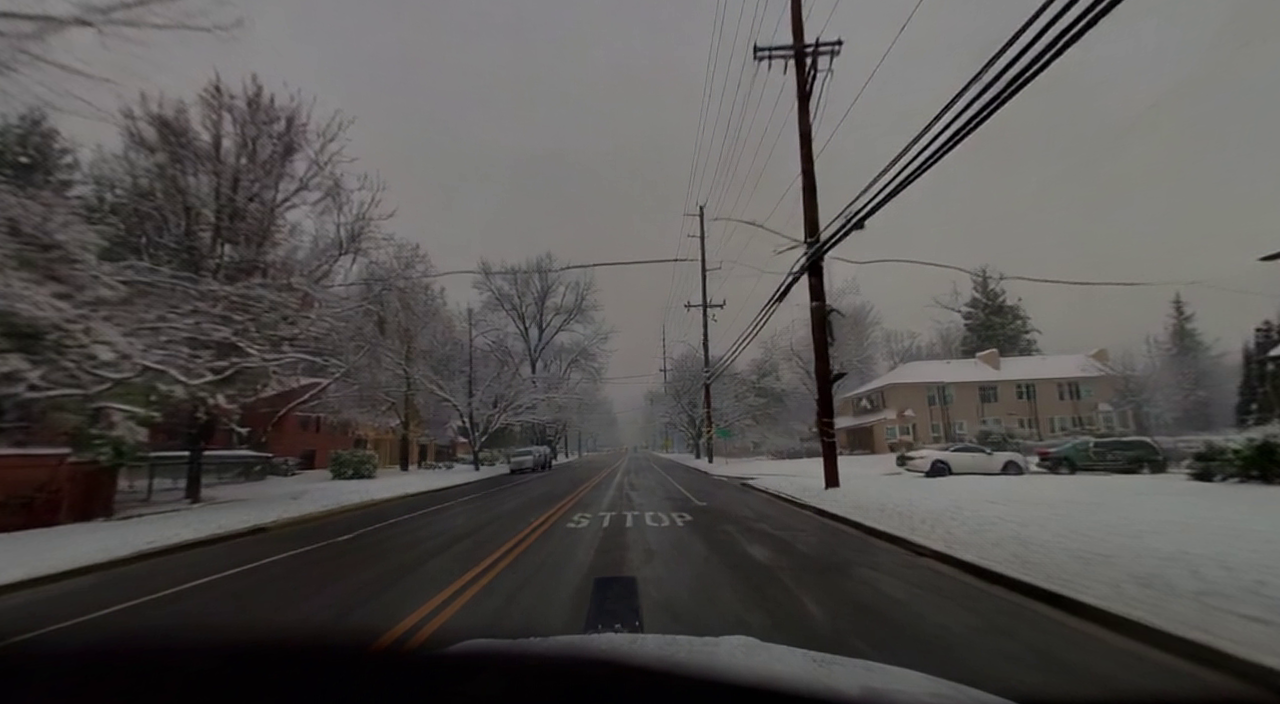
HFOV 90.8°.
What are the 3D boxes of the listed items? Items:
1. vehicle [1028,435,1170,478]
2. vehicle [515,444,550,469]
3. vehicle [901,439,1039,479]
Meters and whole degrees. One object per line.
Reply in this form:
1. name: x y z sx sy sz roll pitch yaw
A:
1. vehicle: 19.024 4.342 26.342 4.362 1.480 1.903 -3 -7 0
2. vehicle: -8.252 8.005 48.664 2.002 1.747 4.466 -1 -7 -1
3. vehicle: 13.684 4.434 26.397 4.624 1.420 2.045 -2 -8 -3
